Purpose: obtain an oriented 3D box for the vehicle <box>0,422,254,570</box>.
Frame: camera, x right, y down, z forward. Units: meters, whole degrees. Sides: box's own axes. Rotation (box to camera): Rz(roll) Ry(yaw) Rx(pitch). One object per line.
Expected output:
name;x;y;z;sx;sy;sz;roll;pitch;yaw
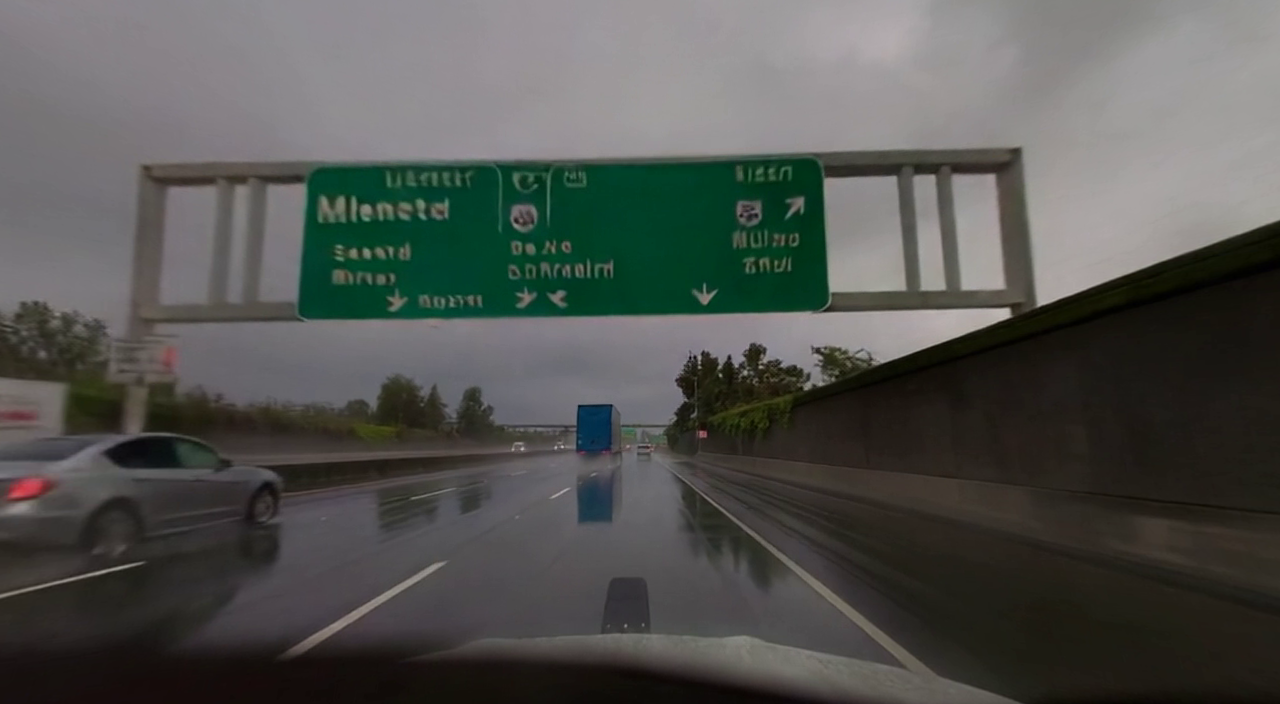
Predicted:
vehicle;-7.615;1.763;8.416;2.046;1.513;4.419;0;-8;0
